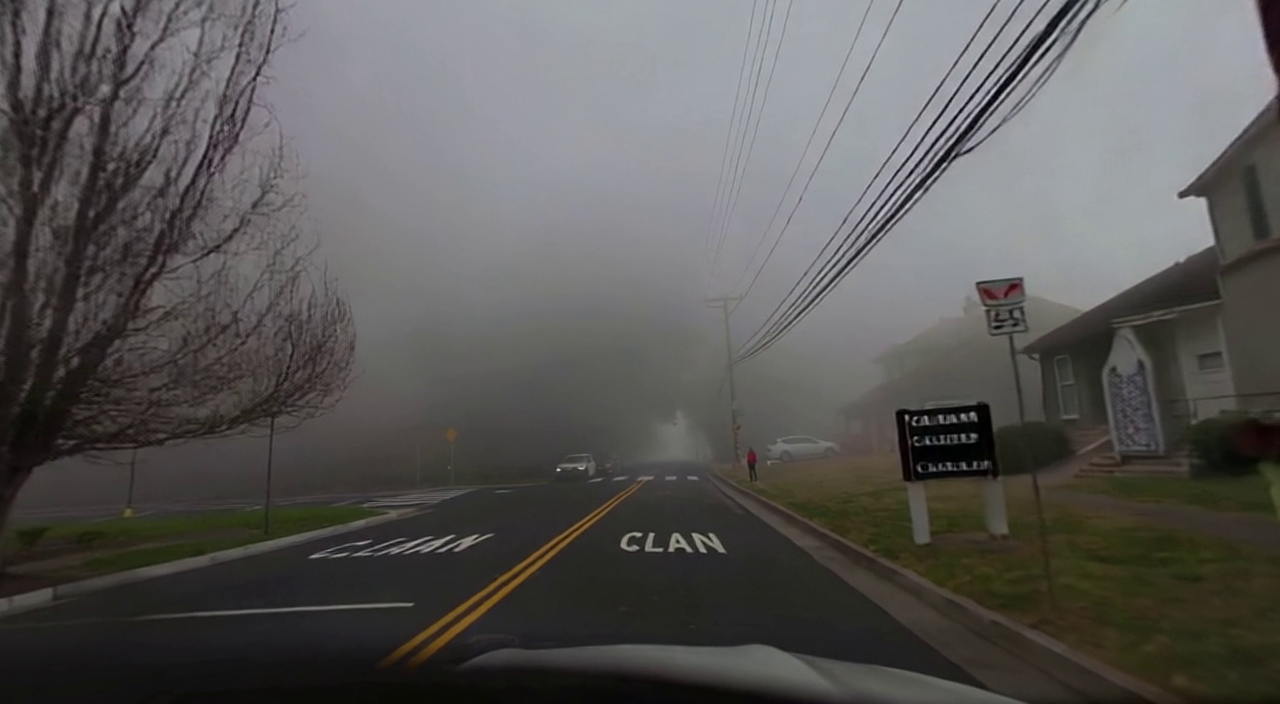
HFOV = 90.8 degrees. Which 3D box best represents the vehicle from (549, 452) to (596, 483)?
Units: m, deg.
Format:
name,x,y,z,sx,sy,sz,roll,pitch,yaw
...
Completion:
name,x,y,z,sx,sy,sz,roll,pitch,yaw
vehicle,-4.264,7.390,40.818,2.203,1.787,4.704,-1,-8,4
